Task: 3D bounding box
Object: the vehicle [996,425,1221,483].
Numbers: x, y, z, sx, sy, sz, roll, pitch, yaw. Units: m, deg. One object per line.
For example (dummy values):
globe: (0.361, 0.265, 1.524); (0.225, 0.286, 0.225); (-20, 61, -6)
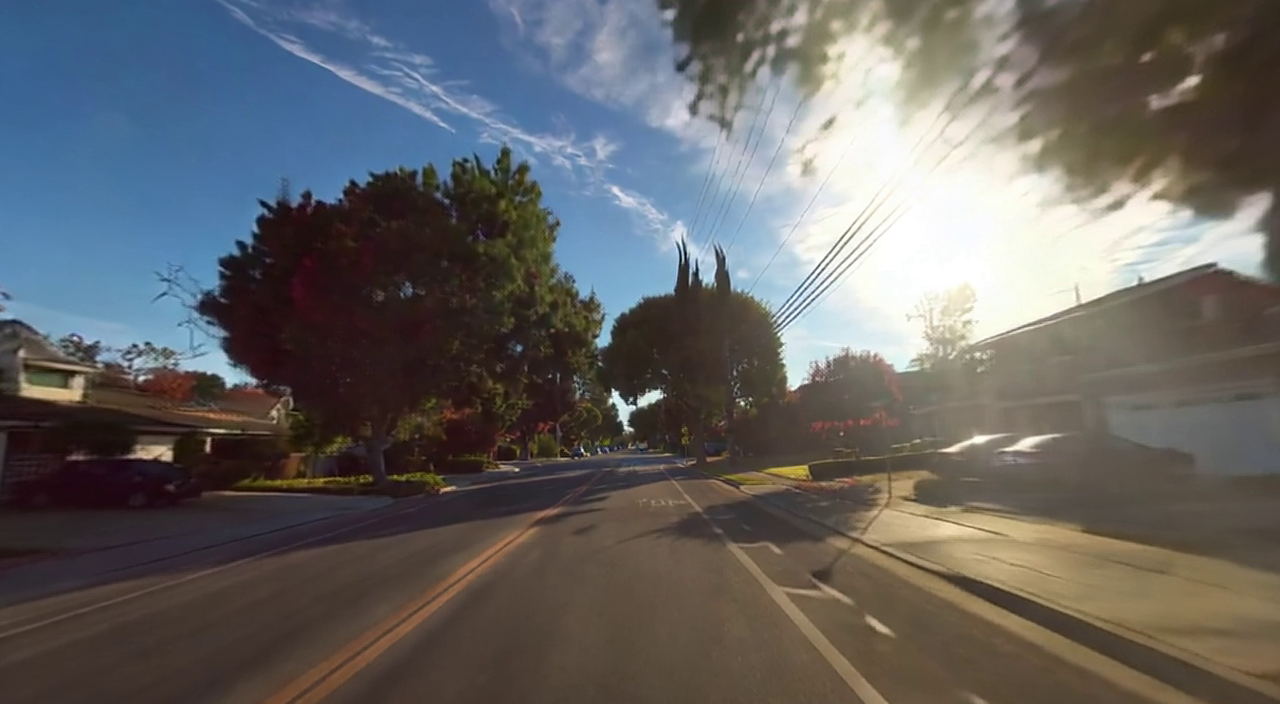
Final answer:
vehicle: (12.761, 2.799, 17.459); (4.650, 1.484, 1.929); (0, -8, -1)
